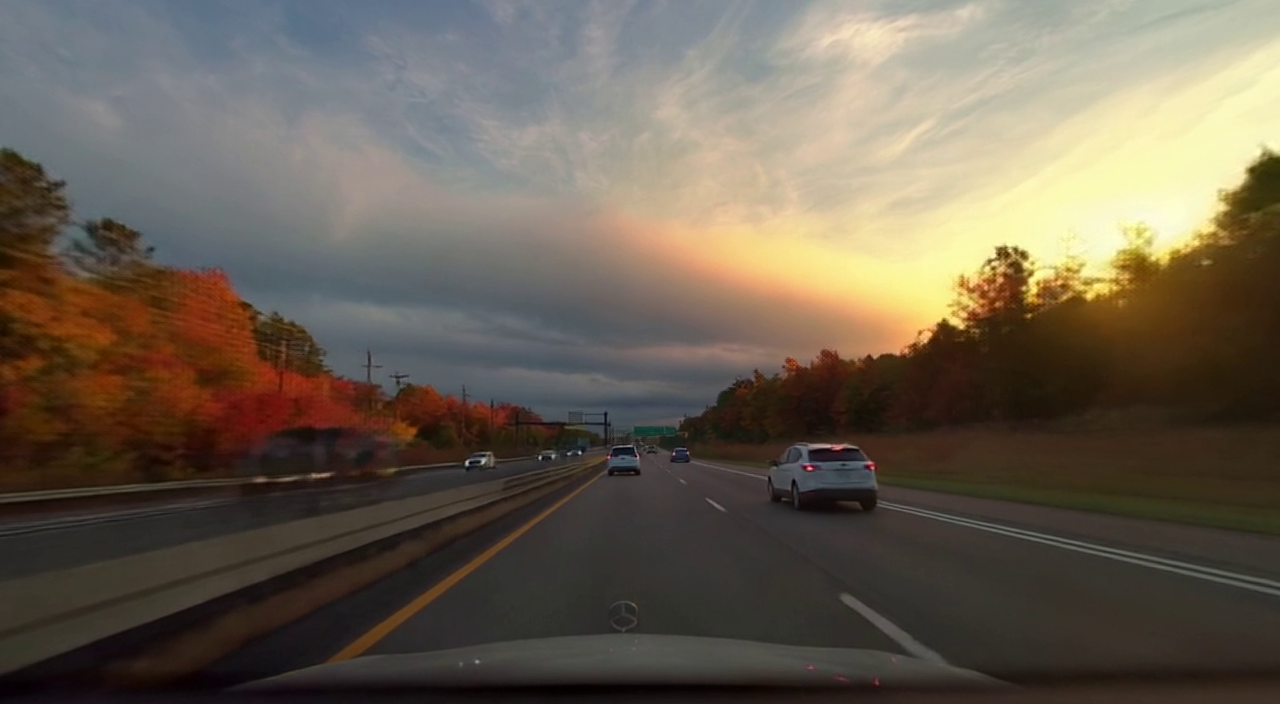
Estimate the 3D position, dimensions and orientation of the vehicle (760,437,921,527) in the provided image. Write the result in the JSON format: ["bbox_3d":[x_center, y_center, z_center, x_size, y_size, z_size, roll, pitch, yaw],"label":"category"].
[{"bbox_3d":[3.877,2.570,12.999,1.843,1.505,4.339,0,-9,-1],"label":"vehicle"}]

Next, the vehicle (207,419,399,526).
[{"bbox_3d":[-9.562,3.465,18.647,2.447,2.609,5.829,-1,-9,0],"label":"vehicle"}]

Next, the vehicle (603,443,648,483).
[{"bbox_3d":[-0.621,5.087,29.025,1.937,1.699,3.936,-1,-9,0],"label":"vehicle"}]
